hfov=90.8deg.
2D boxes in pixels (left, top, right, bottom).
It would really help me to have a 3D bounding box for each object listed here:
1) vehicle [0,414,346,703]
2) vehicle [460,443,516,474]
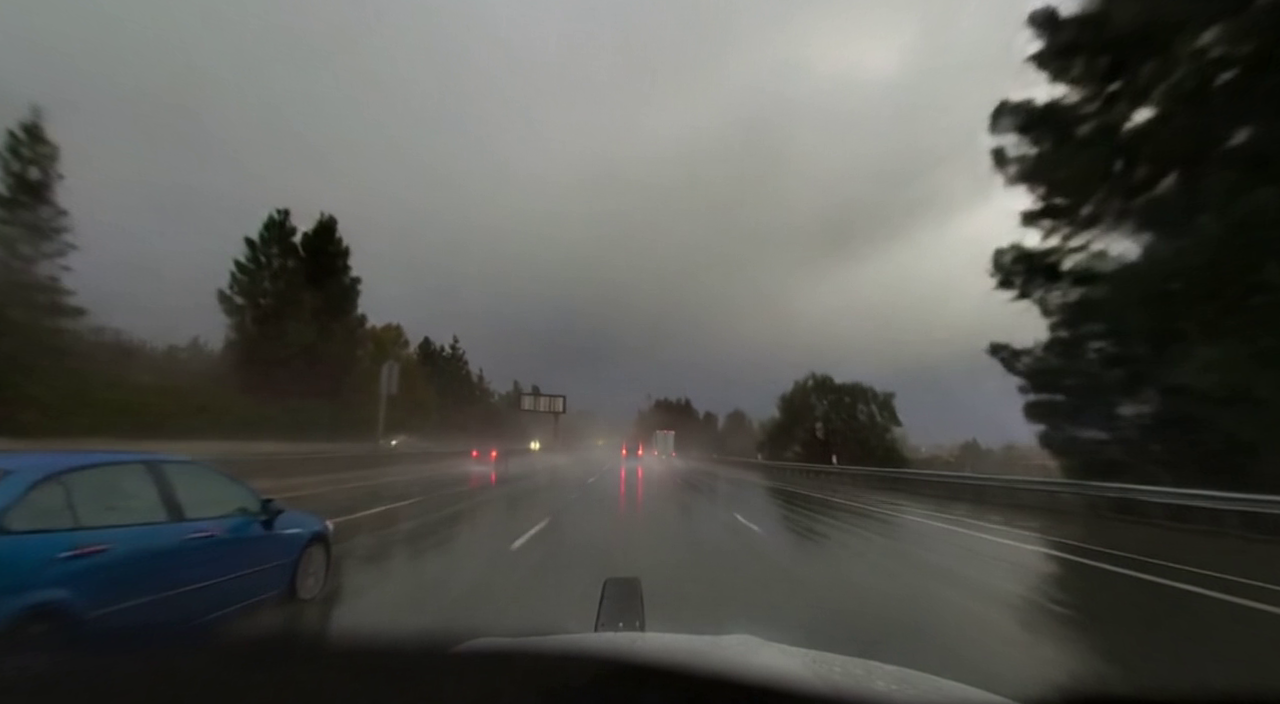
[{"bbox_3d":[-4.096,1.238,4.283,2.090,1.487,4.276,0,-8,1],"label":"vehicle"},{"bbox_3d":[-7.580,5.331,31.857,1.915,1.479,3.843,0,-8,0],"label":"vehicle"}]
